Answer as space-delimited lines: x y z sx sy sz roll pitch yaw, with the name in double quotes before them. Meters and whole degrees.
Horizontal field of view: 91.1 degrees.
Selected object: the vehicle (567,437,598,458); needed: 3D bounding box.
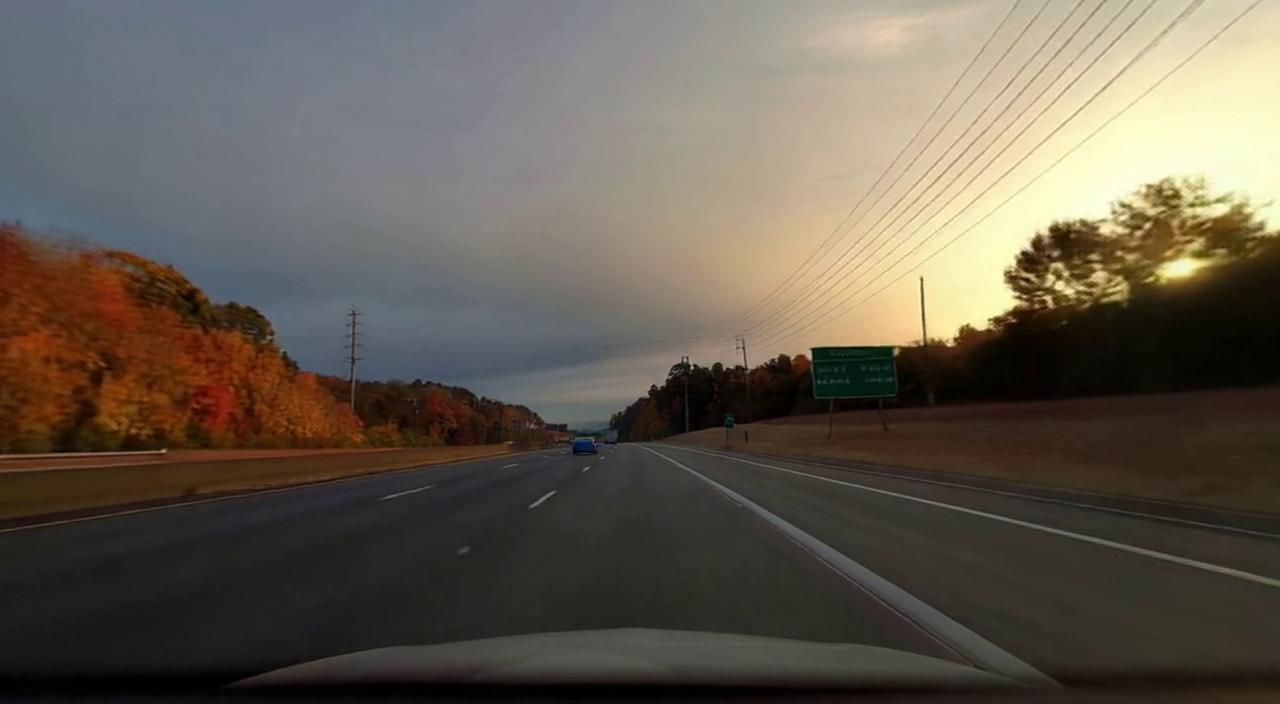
"vehicle" -4.231 7.043 46.791 2.025 1.475 4.379 0 -8 -2
